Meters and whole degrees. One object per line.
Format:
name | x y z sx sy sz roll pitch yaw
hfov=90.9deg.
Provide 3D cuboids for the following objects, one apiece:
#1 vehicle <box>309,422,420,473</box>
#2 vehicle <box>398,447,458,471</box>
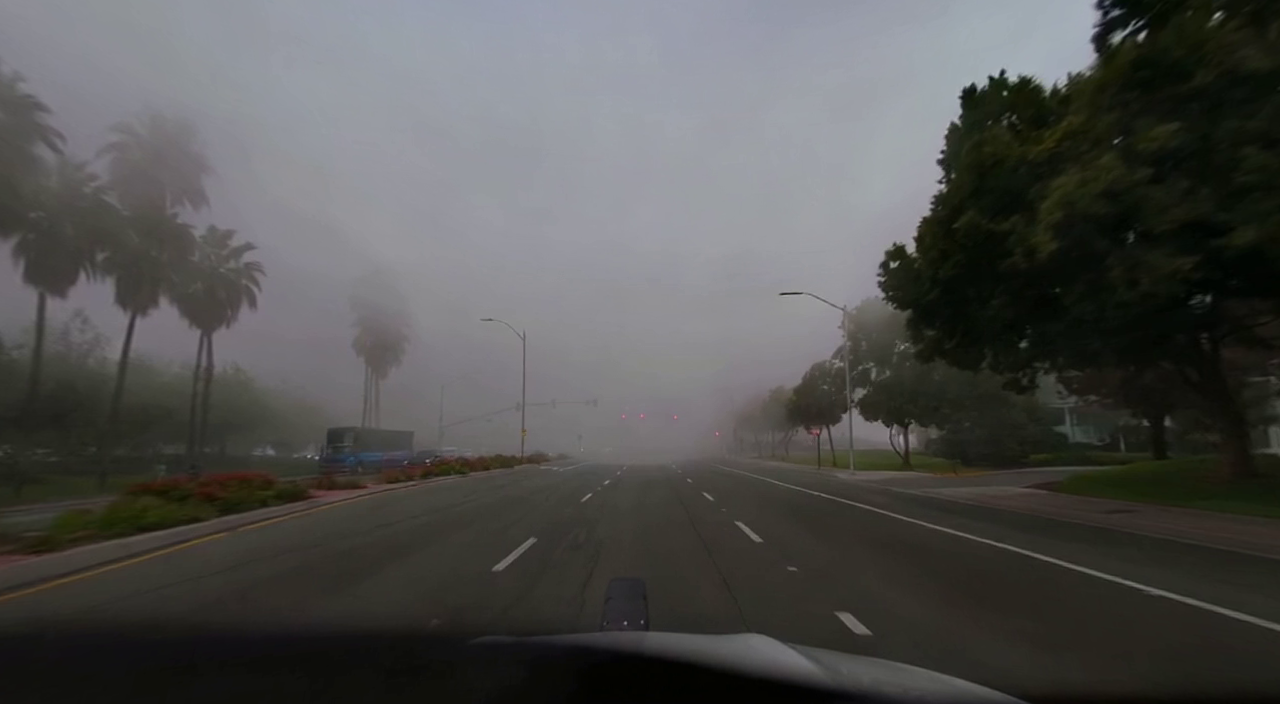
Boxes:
vehicle | -20.839 7.373 48.923 3.013 3.417 12.442 0 -8 0
vehicle | -14.018 7.089 41.981 2.130 1.509 4.644 -1 -8 3
